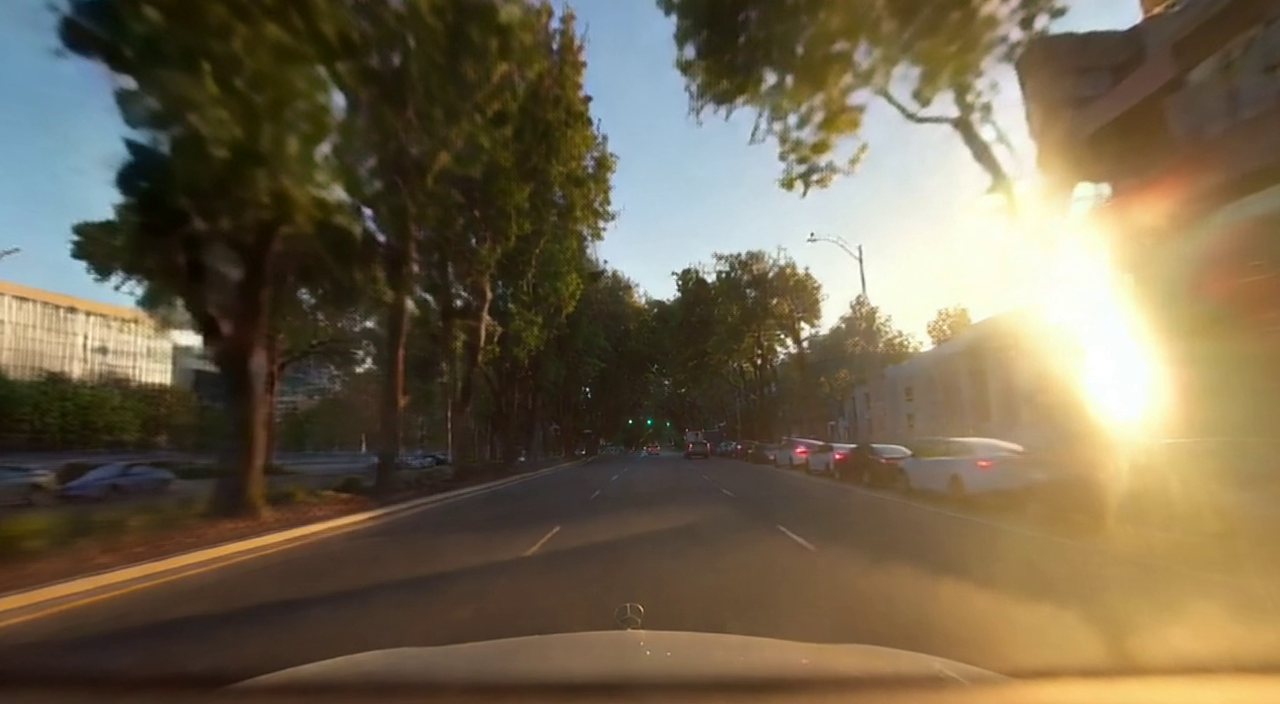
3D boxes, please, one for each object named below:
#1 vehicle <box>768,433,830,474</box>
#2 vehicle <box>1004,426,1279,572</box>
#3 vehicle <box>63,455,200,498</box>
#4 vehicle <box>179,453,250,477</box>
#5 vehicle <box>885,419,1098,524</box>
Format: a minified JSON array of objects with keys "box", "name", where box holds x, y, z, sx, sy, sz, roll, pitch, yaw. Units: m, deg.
[{"box":[7.811,5.045,31.472,1.908,1.833,4.711,0,-9,1],"name":"vehicle"},{"box":[7.330,1.919,8.936,1.786,1.538,4.266,2,-9,0],"name":"vehicle"},{"box":[-21.696,5.288,27.220,1.936,1.538,4.777,-3,-9,0],"name":"vehicle"},{"box":[-28.897,7.665,42.999,1.879,1.518,4.165,-1,-9,1],"name":"vehicle"},{"box":[7.305,2.537,13.869,1.974,1.876,4.842,-1,-9,2],"name":"vehicle"}]
